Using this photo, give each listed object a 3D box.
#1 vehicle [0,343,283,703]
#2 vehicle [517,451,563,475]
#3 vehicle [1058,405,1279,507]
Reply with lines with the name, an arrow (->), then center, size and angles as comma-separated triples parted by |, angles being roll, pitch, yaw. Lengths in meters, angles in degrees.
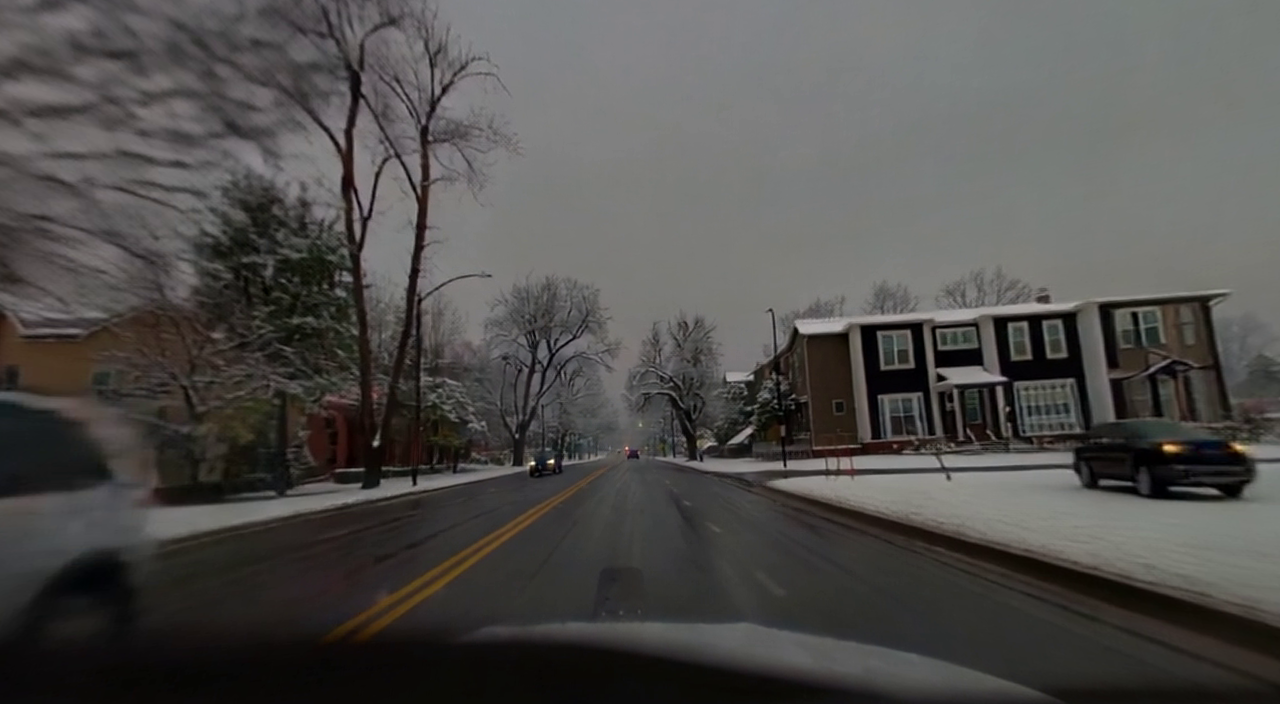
vehicle -> -3.924, 0.778, 2.398 | 2.356, 1.702, 4.700 | 0, -9, 0
vehicle -> -6.545, 7.331, 41.941 | 2.243, 1.476, 4.729 | 0, -9, 0
vehicle -> 12.149, 2.402, 14.744 | 2.028, 1.935, 5.021 | -2, -9, 10
